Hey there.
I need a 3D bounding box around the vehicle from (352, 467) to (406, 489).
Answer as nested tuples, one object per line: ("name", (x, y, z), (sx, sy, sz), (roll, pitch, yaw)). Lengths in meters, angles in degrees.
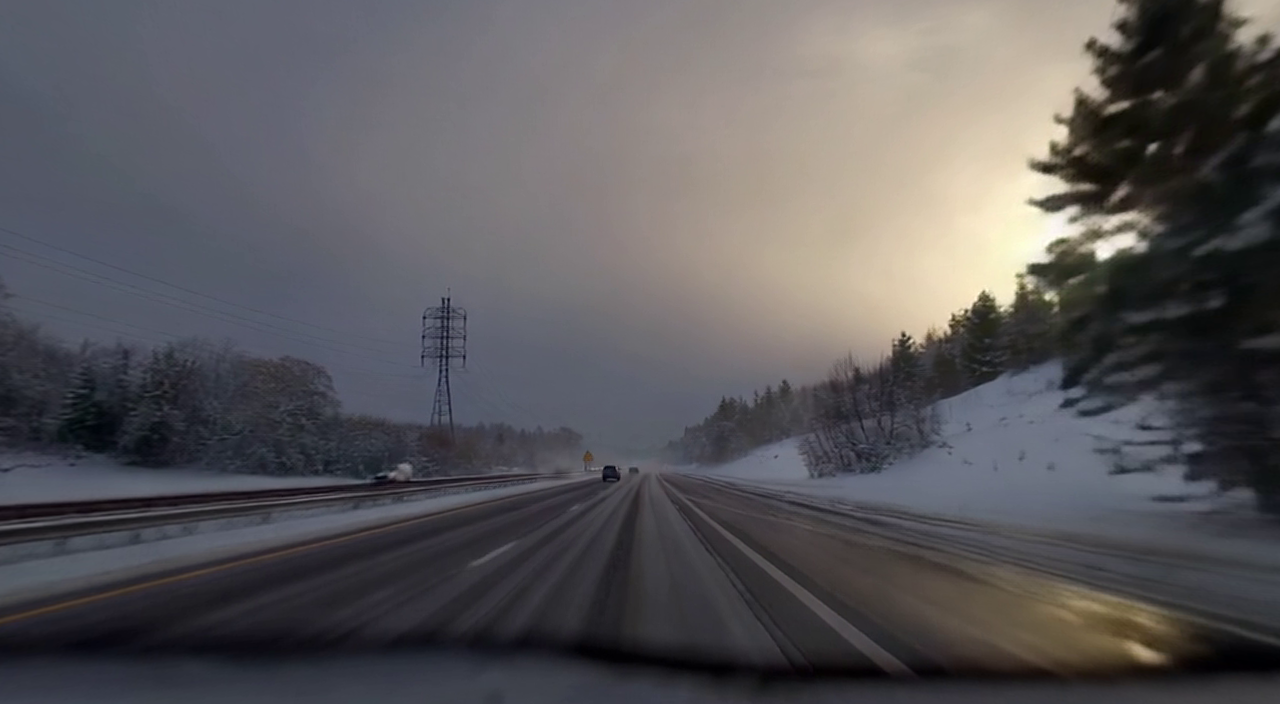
("vehicle", (-19.894, 9.619, 48.094), (1.957, 1.599, 4.666), (0, -11, 1))
